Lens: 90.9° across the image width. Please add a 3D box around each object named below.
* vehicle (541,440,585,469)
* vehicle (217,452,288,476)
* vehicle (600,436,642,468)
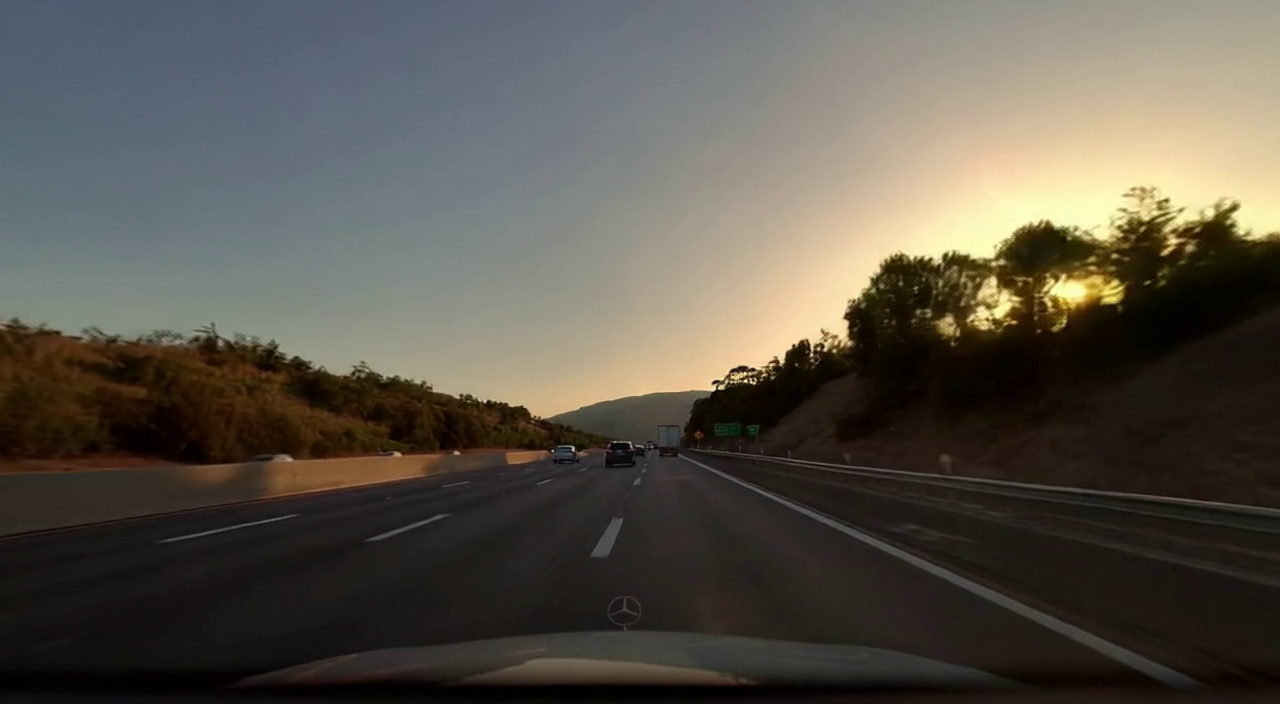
[{"bbox_3d":[-4.769,6.384,39.498,2.062,1.691,4.278,0,-9,2],"label":"vehicle"},{"bbox_3d":[-26.500,7.660,43.336,1.946,1.489,4.422,0,-9,2],"label":"vehicle"},{"bbox_3d":[-1.086,6.157,38.973,2.283,1.802,4.810,0,-9,2],"label":"vehicle"}]
